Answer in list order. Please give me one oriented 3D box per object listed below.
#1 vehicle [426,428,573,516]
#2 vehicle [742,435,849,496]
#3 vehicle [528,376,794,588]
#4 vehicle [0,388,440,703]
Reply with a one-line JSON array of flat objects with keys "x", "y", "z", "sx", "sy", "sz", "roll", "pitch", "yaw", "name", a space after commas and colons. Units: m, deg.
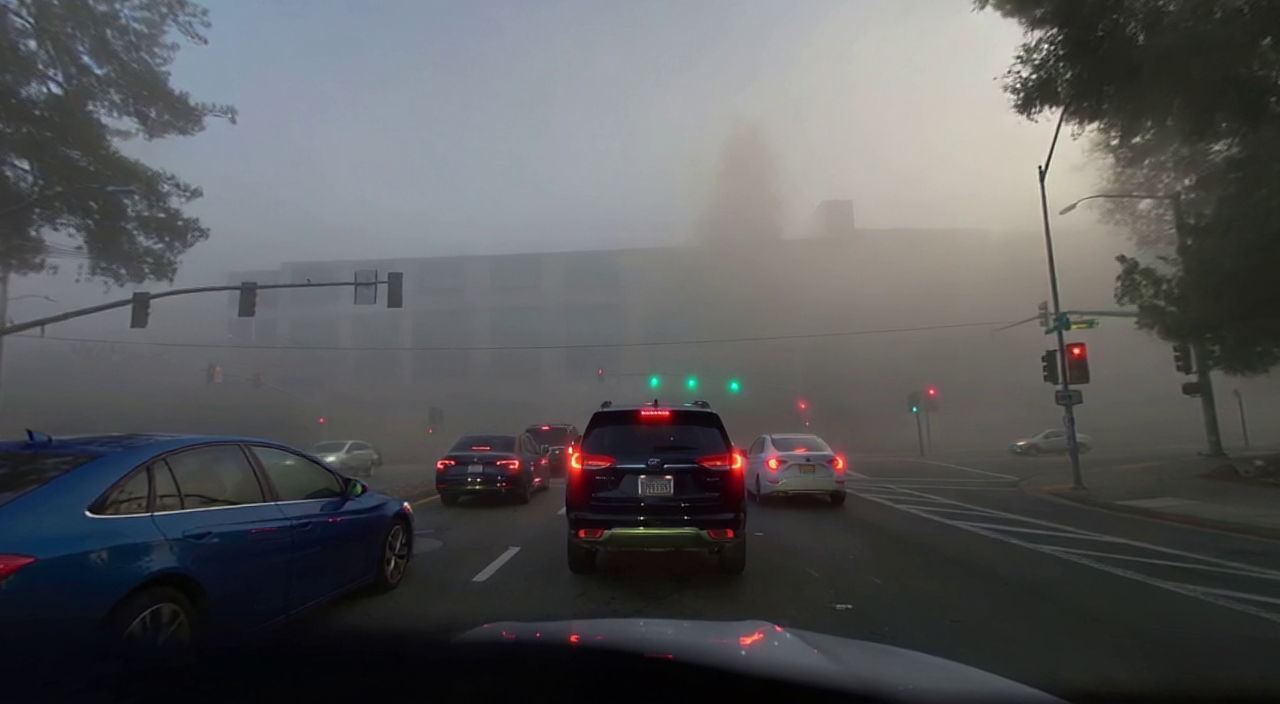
[{"x": -2.676, "y": 2.389, "z": 13.068, "sx": 1.851, "sy": 1.502, "sz": 4.042, "roll": 0, "pitch": -8, "yaw": 4, "name": "vehicle"}, {"x": 4.120, "y": 3.068, "z": 17.408, "sx": 1.979, "sy": 1.453, "sz": 4.011, "roll": 0, "pitch": -8, "yaw": 1, "name": "vehicle"}, {"x": 0.226, "y": 1.440, "z": 7.727, "sx": 2.300, "sy": 1.832, "sz": 4.331, "roll": 0, "pitch": -8, "yaw": 1, "name": "vehicle"}, {"x": -3.211, "y": 1.201, "z": 4.438, "sx": 1.958, "sy": 1.494, "sz": 4.624, "roll": 0, "pitch": -8, "yaw": 2, "name": "vehicle"}]
